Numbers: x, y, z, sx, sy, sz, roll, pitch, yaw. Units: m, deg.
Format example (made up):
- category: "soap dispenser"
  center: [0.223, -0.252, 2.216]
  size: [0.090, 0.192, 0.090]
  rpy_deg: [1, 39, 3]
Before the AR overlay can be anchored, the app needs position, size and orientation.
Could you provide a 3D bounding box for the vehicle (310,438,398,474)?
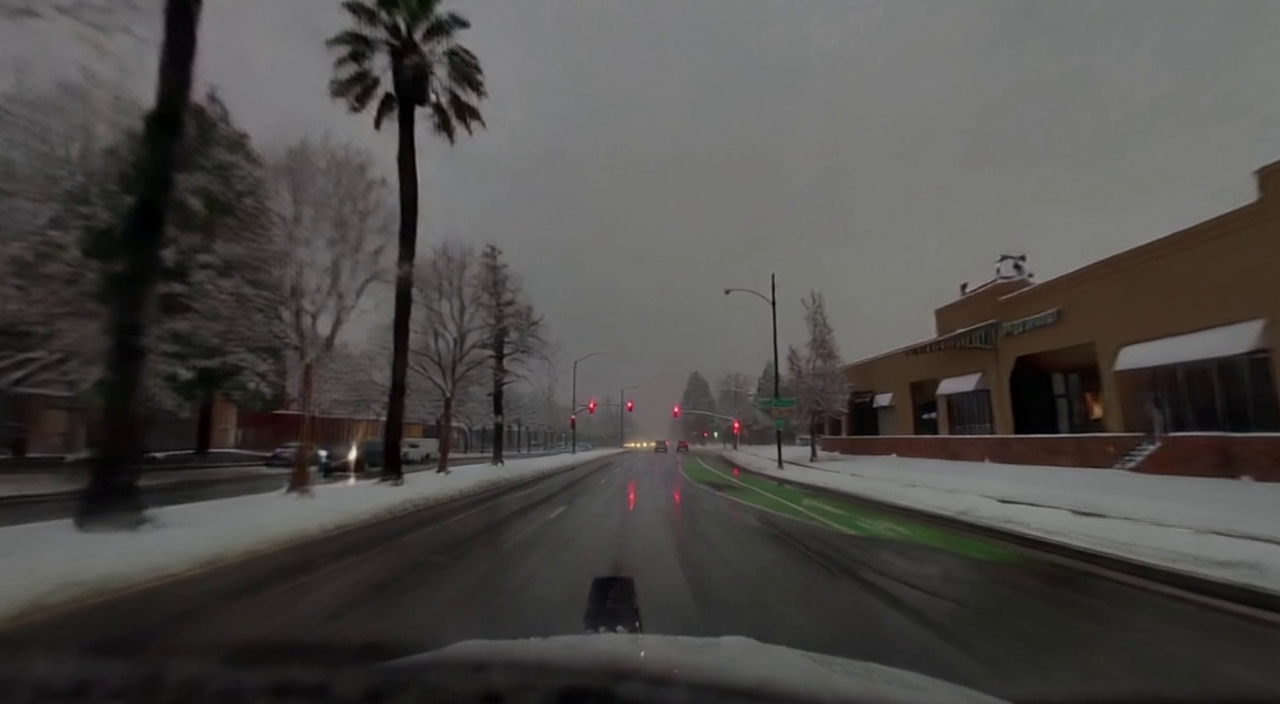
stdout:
- category: "vehicle"
  center: [-16.501, 6.050, 36.892]
  size: [2.211, 1.924, 5.789]
  rpy_deg: [0, -9, 3]
